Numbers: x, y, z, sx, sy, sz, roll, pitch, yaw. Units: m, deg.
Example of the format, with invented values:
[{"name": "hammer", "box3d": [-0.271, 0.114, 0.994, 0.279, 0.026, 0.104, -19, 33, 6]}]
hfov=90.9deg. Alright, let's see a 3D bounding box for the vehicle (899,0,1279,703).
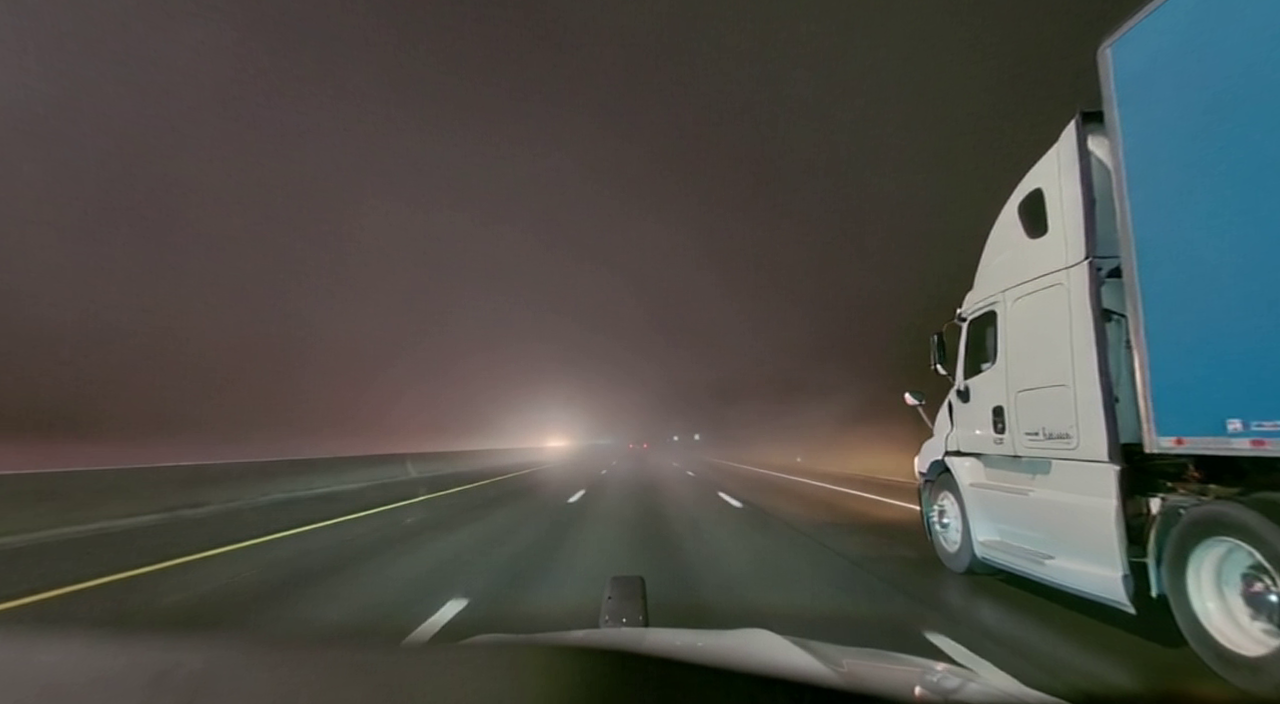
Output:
[{"name": "vehicle", "box3d": [4.104, -0.362, 1.433, 3.012, 3.768, 8.945, 0, -8, -1]}]
